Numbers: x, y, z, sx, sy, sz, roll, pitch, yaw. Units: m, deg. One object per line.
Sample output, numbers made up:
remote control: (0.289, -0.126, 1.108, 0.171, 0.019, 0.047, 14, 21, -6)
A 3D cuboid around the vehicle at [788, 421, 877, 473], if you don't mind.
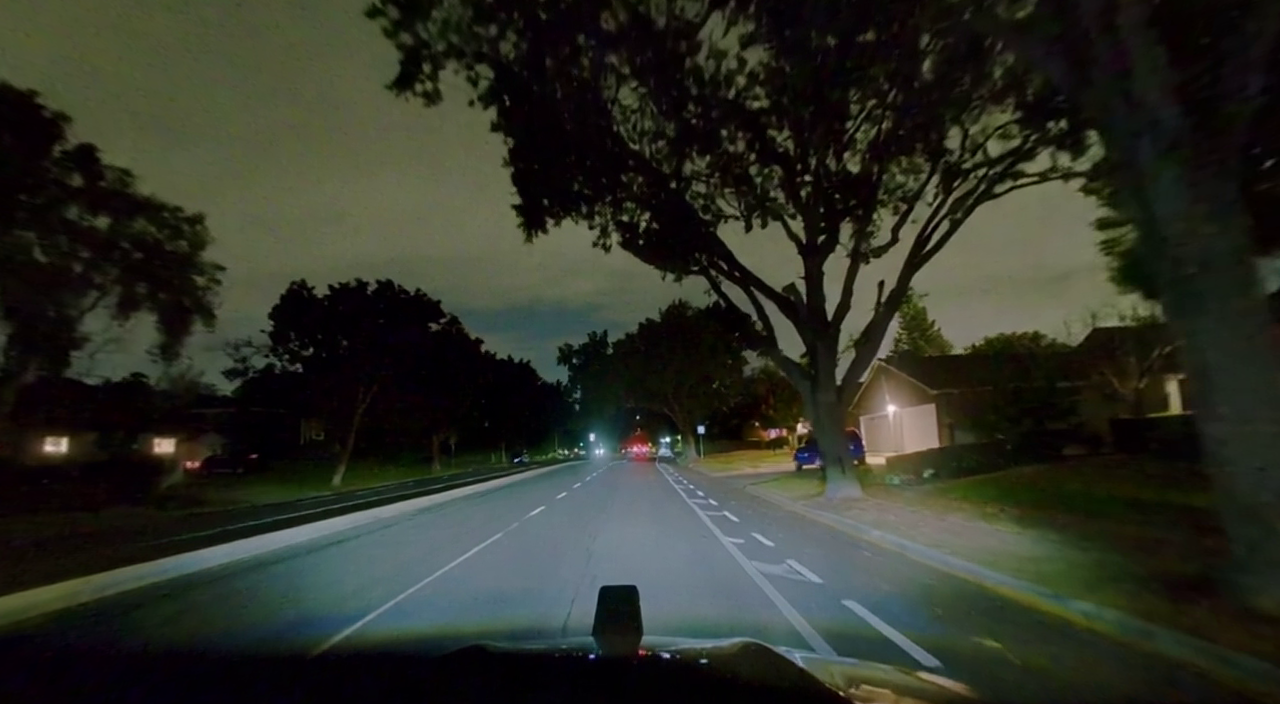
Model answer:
vehicle: (8.047, 4.086, 26.971, 2.051, 1.801, 4.785, -5, -9, -2)
